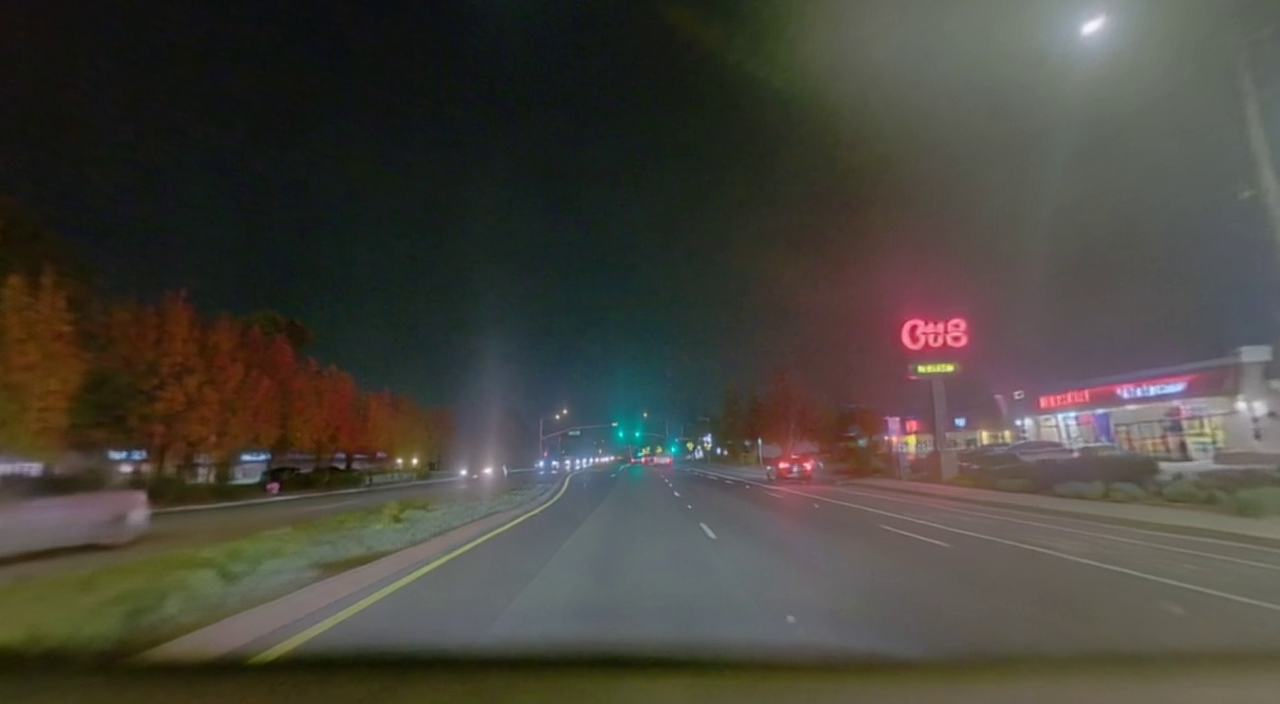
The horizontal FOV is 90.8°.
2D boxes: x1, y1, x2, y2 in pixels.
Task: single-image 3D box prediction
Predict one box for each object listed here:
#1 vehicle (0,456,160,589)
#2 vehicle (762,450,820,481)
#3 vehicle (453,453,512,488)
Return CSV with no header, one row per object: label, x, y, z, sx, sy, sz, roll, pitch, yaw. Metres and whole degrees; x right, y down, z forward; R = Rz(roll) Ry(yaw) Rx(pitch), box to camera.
vehicle,-8.662,2.075,7.634,2.043,1.536,4.682,0,-9,0
vehicle,9.405,7.104,39.915,2.358,1.785,5.404,0,-9,0
vehicle,-8.534,6.425,34.622,2.113,1.703,4.459,0,-9,-1
